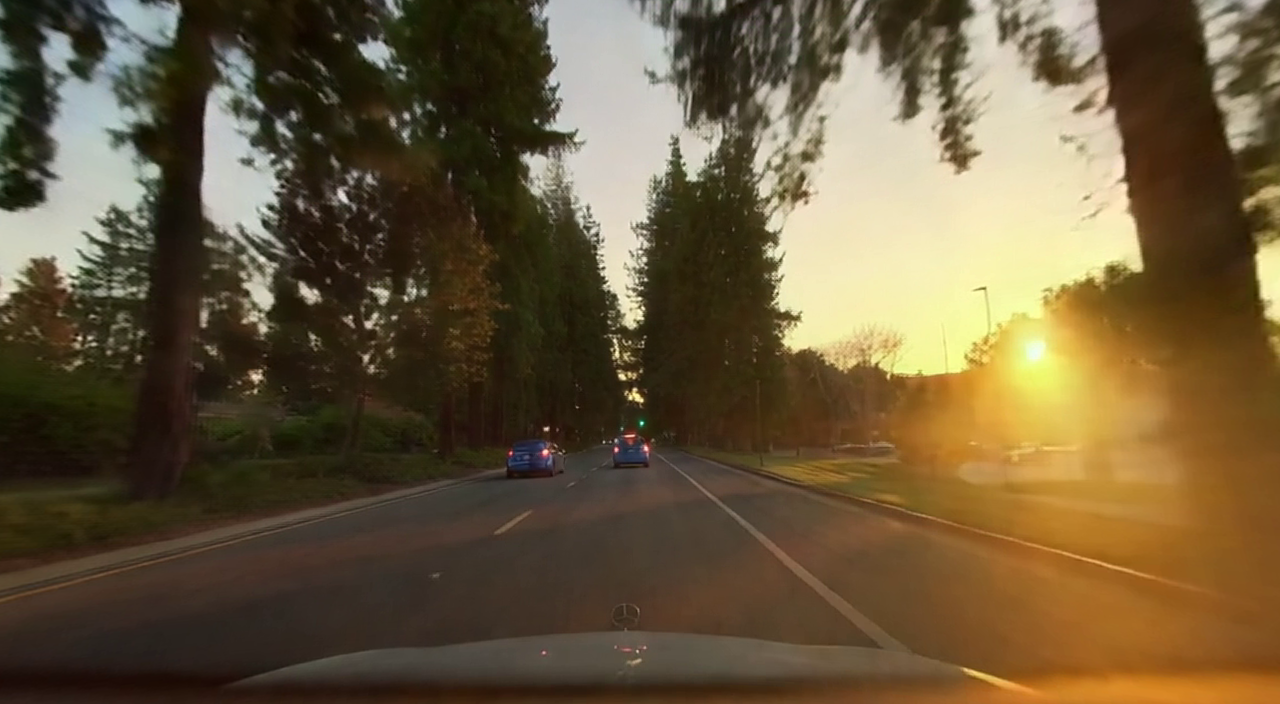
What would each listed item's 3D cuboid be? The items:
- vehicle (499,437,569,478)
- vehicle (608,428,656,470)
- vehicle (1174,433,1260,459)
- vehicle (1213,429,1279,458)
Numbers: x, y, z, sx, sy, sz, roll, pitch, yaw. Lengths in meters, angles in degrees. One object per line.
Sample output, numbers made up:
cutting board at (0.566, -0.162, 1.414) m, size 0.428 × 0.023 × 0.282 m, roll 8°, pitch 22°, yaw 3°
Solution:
vehicle at (-4.002, 4.037, 24.574) m, size 1.917 × 1.448 × 4.178 m, roll 0°, pitch -8°, yaw 1°
vehicle at (-0.368, 4.404, 28.853) m, size 2.018 × 1.769 × 3.897 m, roll 0°, pitch -8°, yaw -1°
vehicle at (33.771, 5.510, 37.028) m, size 3.531 × 1.422 × 1.598 m, roll 0°, pitch -8°, yaw -3°
vehicle at (33.925, 4.979, 34.373) m, size 3.764 × 1.480 × 1.732 m, roll 0°, pitch -8°, yaw -2°
